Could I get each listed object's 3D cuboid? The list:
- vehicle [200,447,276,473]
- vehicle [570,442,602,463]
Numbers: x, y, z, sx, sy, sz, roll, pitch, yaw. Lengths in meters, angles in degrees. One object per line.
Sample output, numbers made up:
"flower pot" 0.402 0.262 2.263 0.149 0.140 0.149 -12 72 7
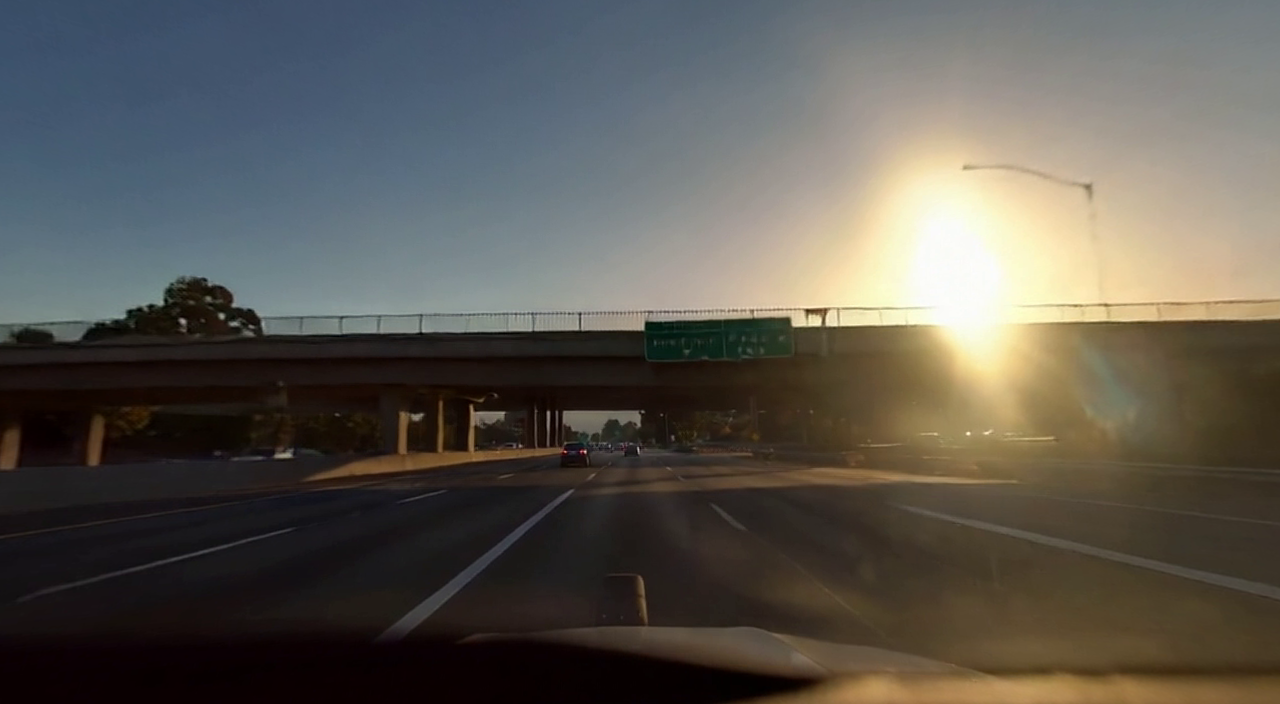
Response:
"vehicle" -24.760 6.636 39.080 1.917 1.522 4.179 0 -8 1
"vehicle" -4.038 7.624 48.074 2.091 1.544 4.409 0 -8 0
